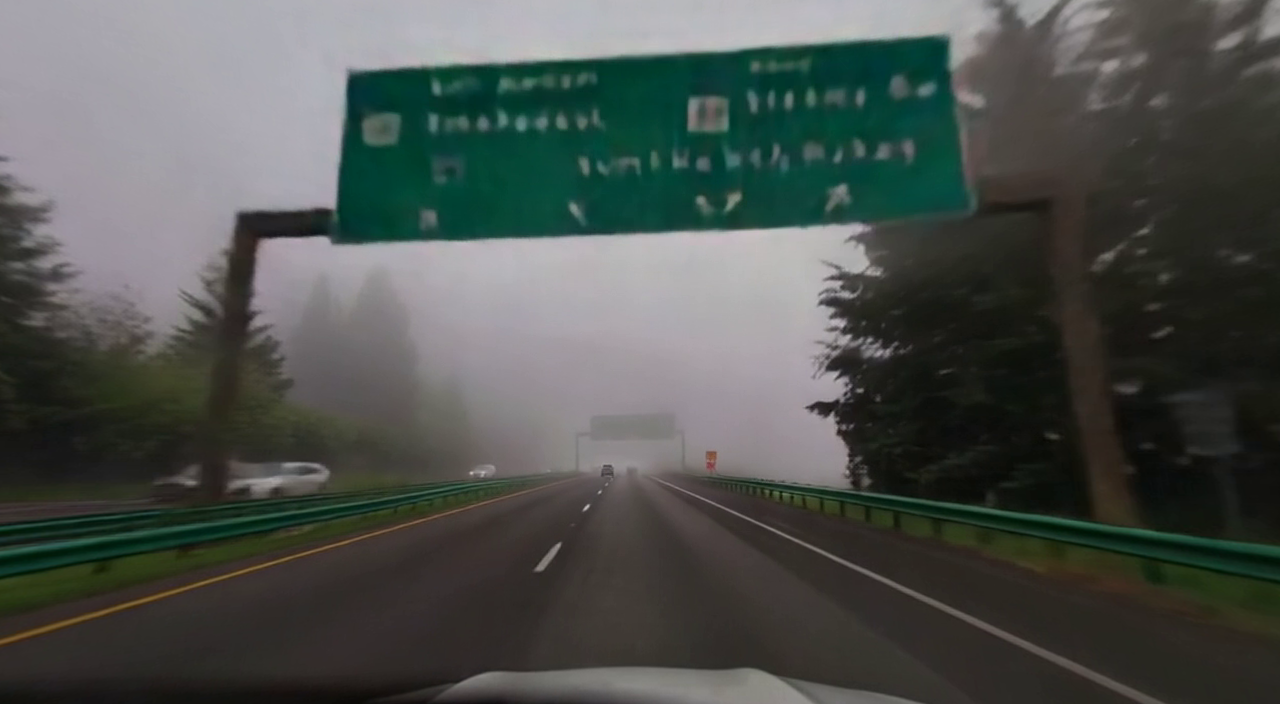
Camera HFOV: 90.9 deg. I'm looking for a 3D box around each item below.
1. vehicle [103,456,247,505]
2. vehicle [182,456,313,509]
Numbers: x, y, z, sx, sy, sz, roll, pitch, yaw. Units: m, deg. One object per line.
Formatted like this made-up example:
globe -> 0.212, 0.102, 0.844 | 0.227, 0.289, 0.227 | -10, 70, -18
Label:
vehicle -> -15.956, 4.423, 21.972 | 1.773, 1.493, 4.313 | 1, -10, -2
vehicle -> -11.780, 3.933, 19.212 | 1.712, 1.420, 3.493 | 1, -10, -1
